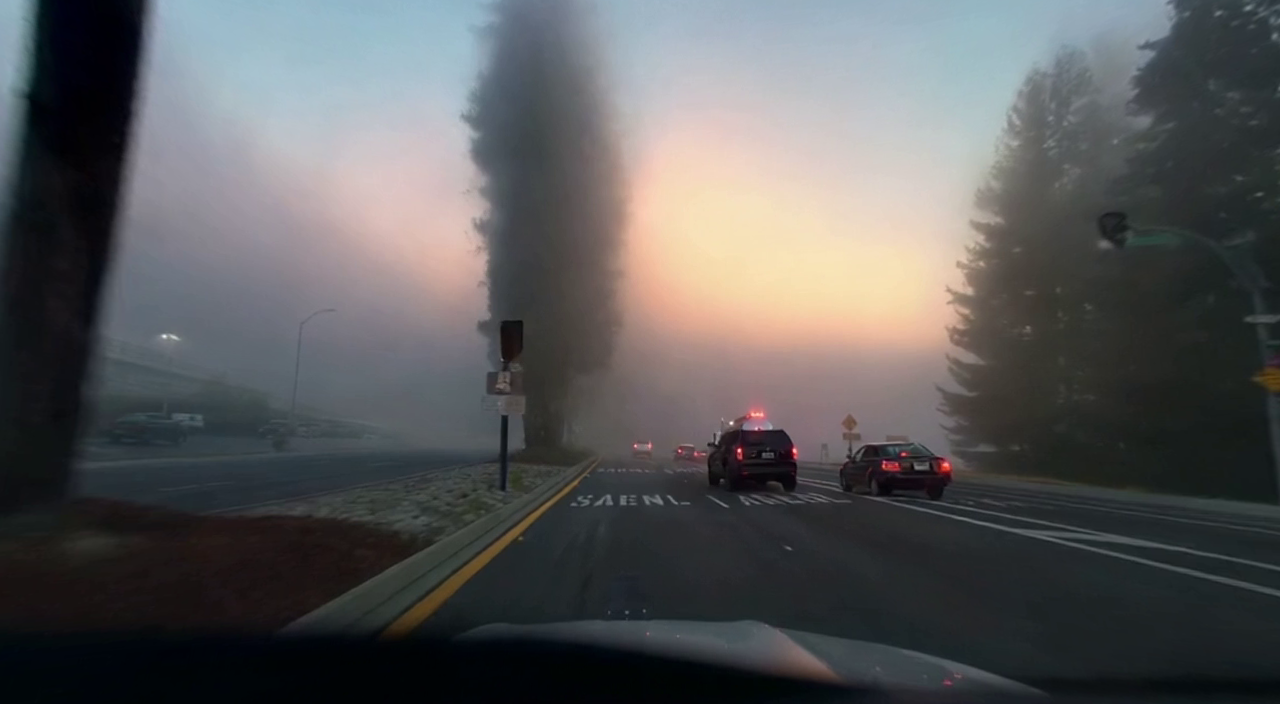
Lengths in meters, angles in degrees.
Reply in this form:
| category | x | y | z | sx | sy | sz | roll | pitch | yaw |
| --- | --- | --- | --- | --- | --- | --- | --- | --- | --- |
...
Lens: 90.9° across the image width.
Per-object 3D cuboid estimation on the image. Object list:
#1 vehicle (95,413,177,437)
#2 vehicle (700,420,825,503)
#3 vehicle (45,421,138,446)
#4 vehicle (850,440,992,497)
| category | x | y | z | sx | sy | sz | roll | pitch | yaw |
| --- | --- | --- | --- | --- | --- | --- | --- | --- | --- |
| vehicle | -32.432 | 4.725 | 40.642 | 3.607 | 1.431 | 1.906 | 0 | -11 | 3 |
| vehicle | 2.815 | 2.657 | 15.630 | 2.045 | 1.729 | 4.532 | 0 | -8 | -2 |
| vehicle | -32.040 | 4.784 | 36.903 | 3.789 | 1.409 | 1.727 | 0 | -9 | 1 |
| vehicle | 8.093 | 3.366 | 18.693 | 1.966 | 1.476 | 4.270 | 0 | -8 | -5 |
